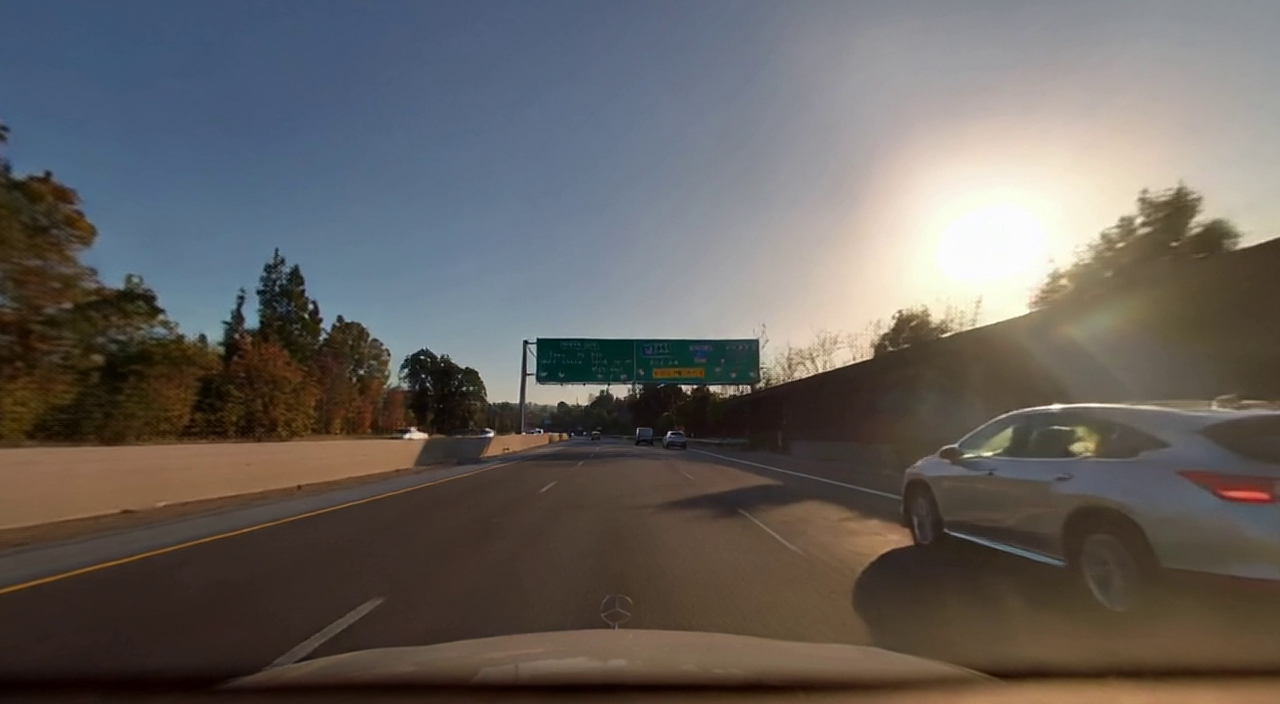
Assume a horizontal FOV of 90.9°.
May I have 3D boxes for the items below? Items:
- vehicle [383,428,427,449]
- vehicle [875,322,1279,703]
[{"bbox_3d":[-16.969,6.258,45.600,1.750,1.471,3.894,0,-8,-2],"label":"vehicle"},{"bbox_3d":[3.505,0.961,4.235,2.107,1.642,4.331,0,-8,-1],"label":"vehicle"}]
